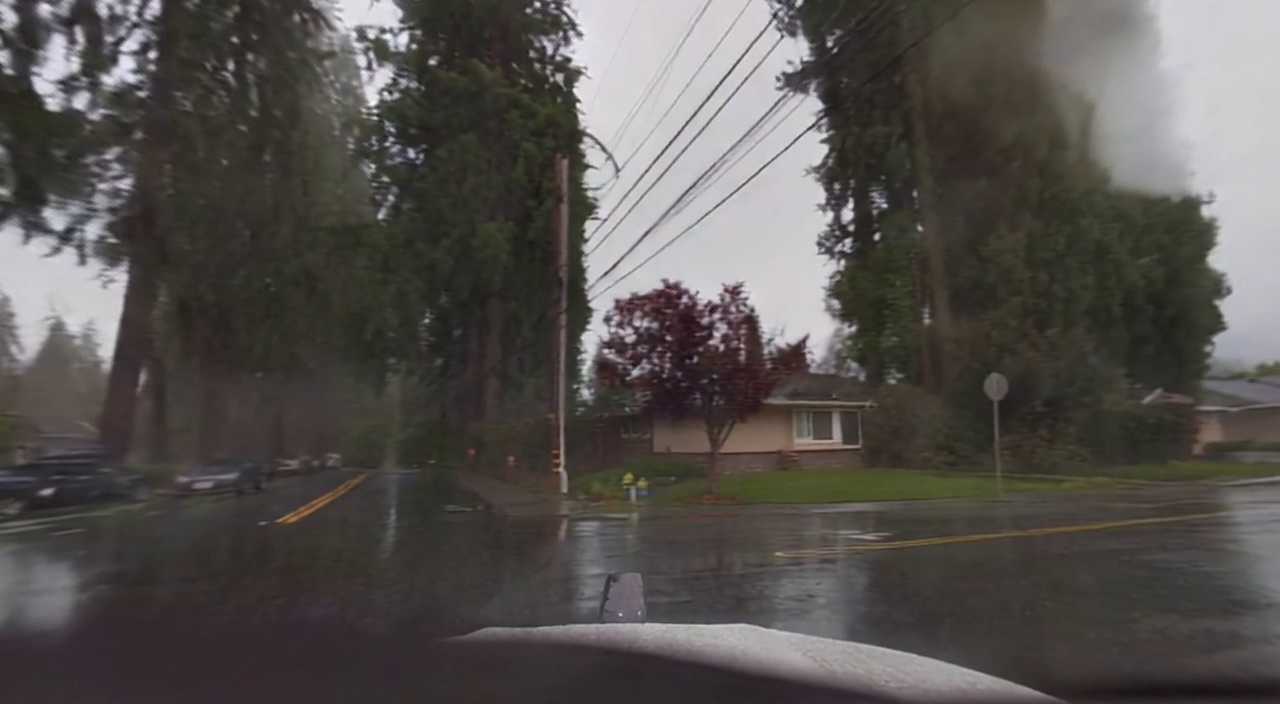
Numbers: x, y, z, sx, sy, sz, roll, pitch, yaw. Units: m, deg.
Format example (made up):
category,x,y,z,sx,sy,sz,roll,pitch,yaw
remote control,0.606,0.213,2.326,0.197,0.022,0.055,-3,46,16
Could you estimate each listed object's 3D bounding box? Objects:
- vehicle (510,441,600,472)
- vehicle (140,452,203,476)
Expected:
category,x,y,z,sx,sy,sz,roll,pitch,yaw
vehicle,-4.879,5.989,36.329,4.784,1.647,1.947,4,-9,-22
vehicle,-36.610,8.752,49.472,2.010,1.689,4.461,1,-8,-9
